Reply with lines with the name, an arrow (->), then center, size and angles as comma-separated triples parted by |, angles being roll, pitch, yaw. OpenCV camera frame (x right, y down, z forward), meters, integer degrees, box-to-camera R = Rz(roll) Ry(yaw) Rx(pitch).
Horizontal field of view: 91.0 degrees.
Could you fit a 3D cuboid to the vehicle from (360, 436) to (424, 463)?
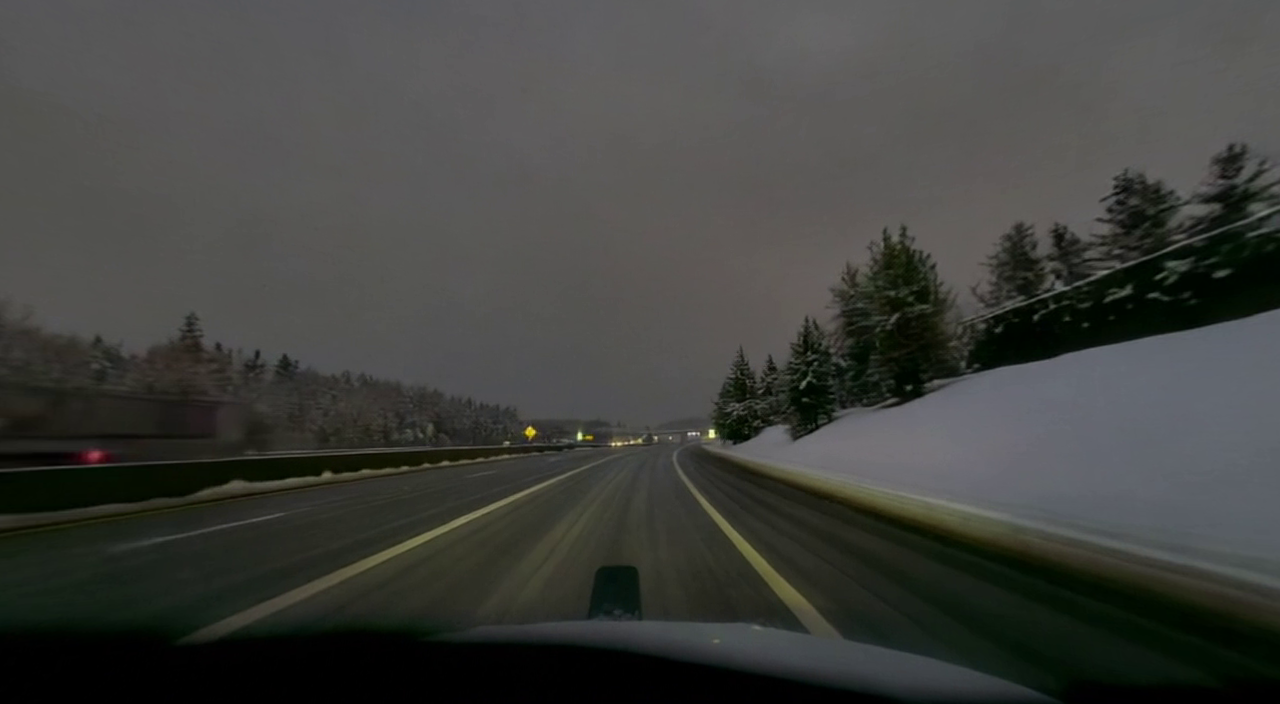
vehicle -> -16.362, 6.469, 41.873 | 2.049, 1.670, 5.161 | 0, -8, 2
